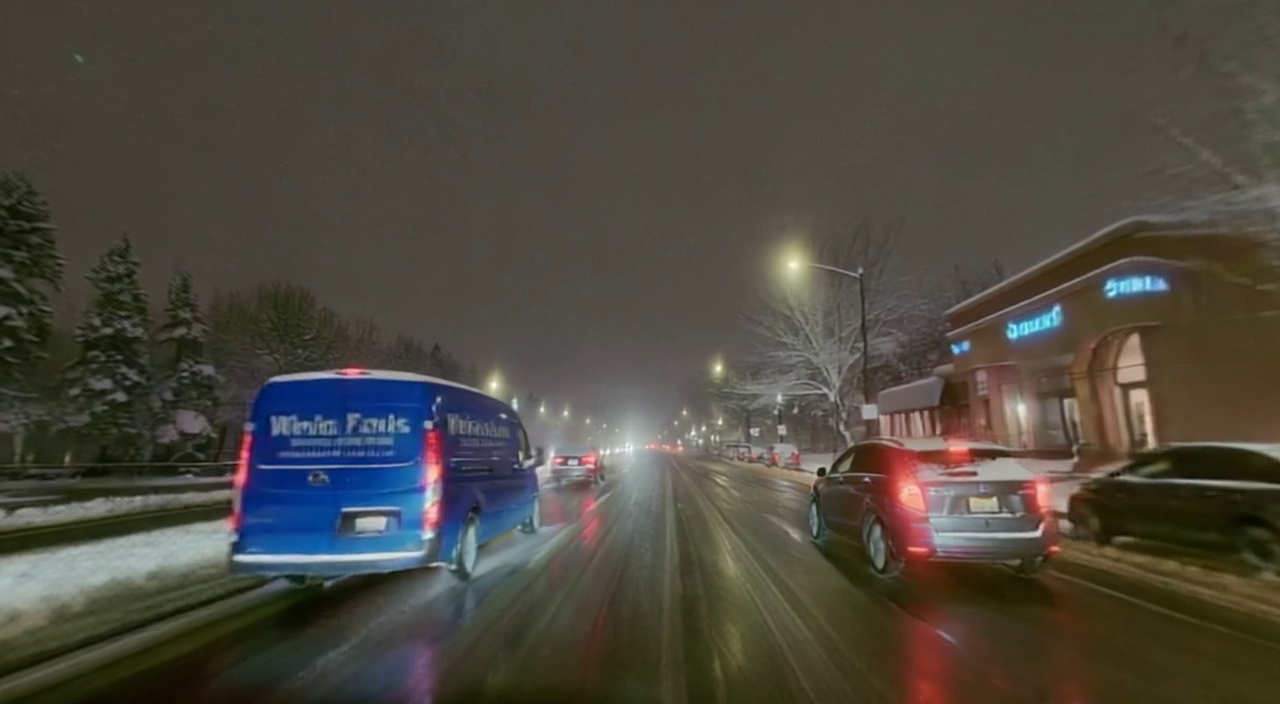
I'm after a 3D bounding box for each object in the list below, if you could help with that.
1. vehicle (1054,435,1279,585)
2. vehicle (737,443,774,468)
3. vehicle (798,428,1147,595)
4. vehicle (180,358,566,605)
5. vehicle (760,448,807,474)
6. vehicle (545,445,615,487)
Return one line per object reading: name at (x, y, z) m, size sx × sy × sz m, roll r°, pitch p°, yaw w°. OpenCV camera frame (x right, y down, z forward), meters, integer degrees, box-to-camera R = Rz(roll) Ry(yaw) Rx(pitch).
vehicle at (7.350, 1.759, 7.556) m, size 1.896 × 1.479 × 4.416 m, roll 0°, pitch -9°, yaw 2°
vehicle at (8.768, 7.893, 48.315) m, size 2.017 × 1.745 × 4.670 m, roll 0°, pitch -9°, yaw 1°
vehicle at (3.579, 1.790, 8.053) m, size 2.021 × 1.491 × 4.563 m, roll 0°, pitch -9°, yaw 1°
vehicle at (-2.692, 1.542, 8.431) m, size 2.490 × 2.153 × 5.594 m, roll 0°, pitch -9°, yaw 2°
vehicle at (8.423, 6.407, 37.468) m, size 1.896 × 1.442 × 4.305 m, roll 0°, pitch -9°, yaw 2°
vehicle at (-2.176, 4.310, 24.260) m, size 2.060 × 1.466 × 4.387 m, roll -1°, pitch -9°, yaw 3°
